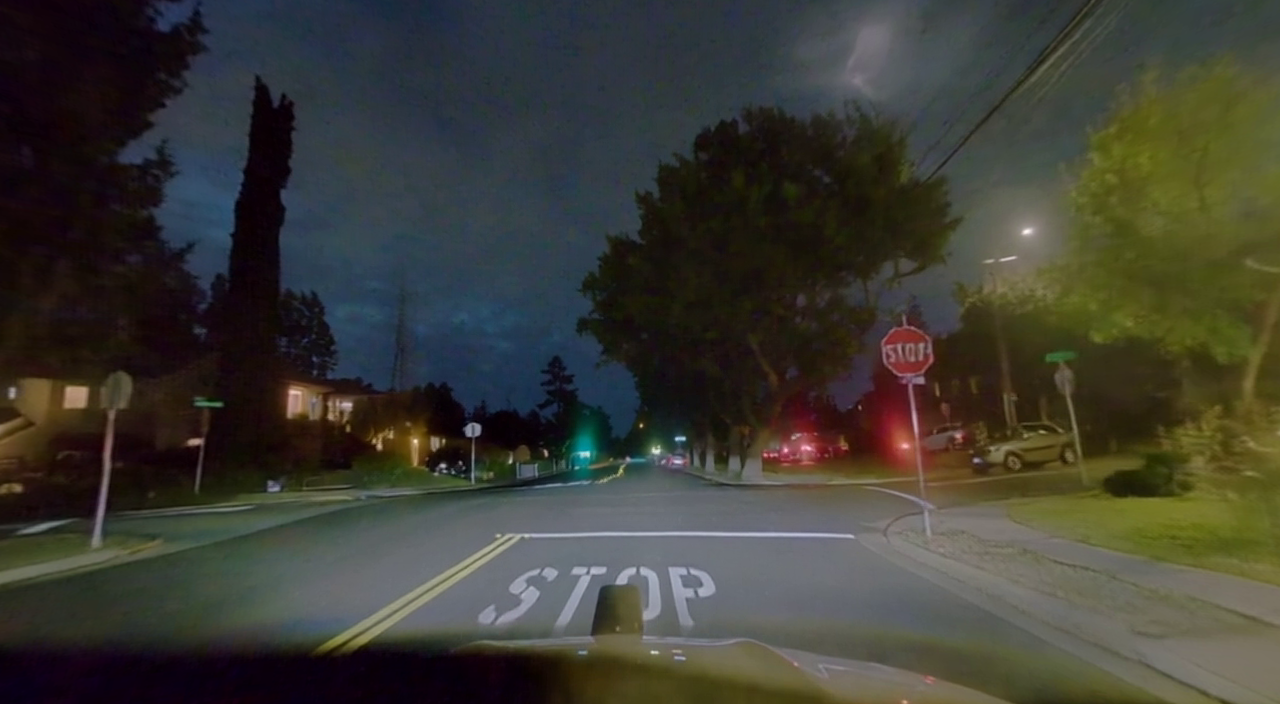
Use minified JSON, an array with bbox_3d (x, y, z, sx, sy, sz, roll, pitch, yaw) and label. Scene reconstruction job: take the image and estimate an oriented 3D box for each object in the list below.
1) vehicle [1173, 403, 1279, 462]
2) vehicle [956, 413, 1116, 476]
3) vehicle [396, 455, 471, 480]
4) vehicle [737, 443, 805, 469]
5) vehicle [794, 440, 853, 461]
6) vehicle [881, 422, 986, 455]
[{"bbox_3d":[17.499,2.254,17.559,4.682,1.483,1.917,3,-9,-21],"label":"vehicle"},{"bbox_3d":[15.065,3.547,24.129,4.788,1.875,2.148,1,-20,-15],"label":"vehicle"},{"bbox_3d":[-12.339,6.917,37.914,3.937,1.390,1.644,0,-8,0],"label":"vehicle"},{"bbox_3d":[9.450,7.526,45.601,4.399,1.537,1.859,4,-20,-21],"label":"vehicle"},{"bbox_3d":[13.834,7.414,47.658,4.032,1.444,1.747,3,-9,-22],"label":"vehicle"},{"bbox_3d":[14.950,4.474,32.435,1.960,1.584,4.669,3,-9,-23],"label":"vehicle"}]
